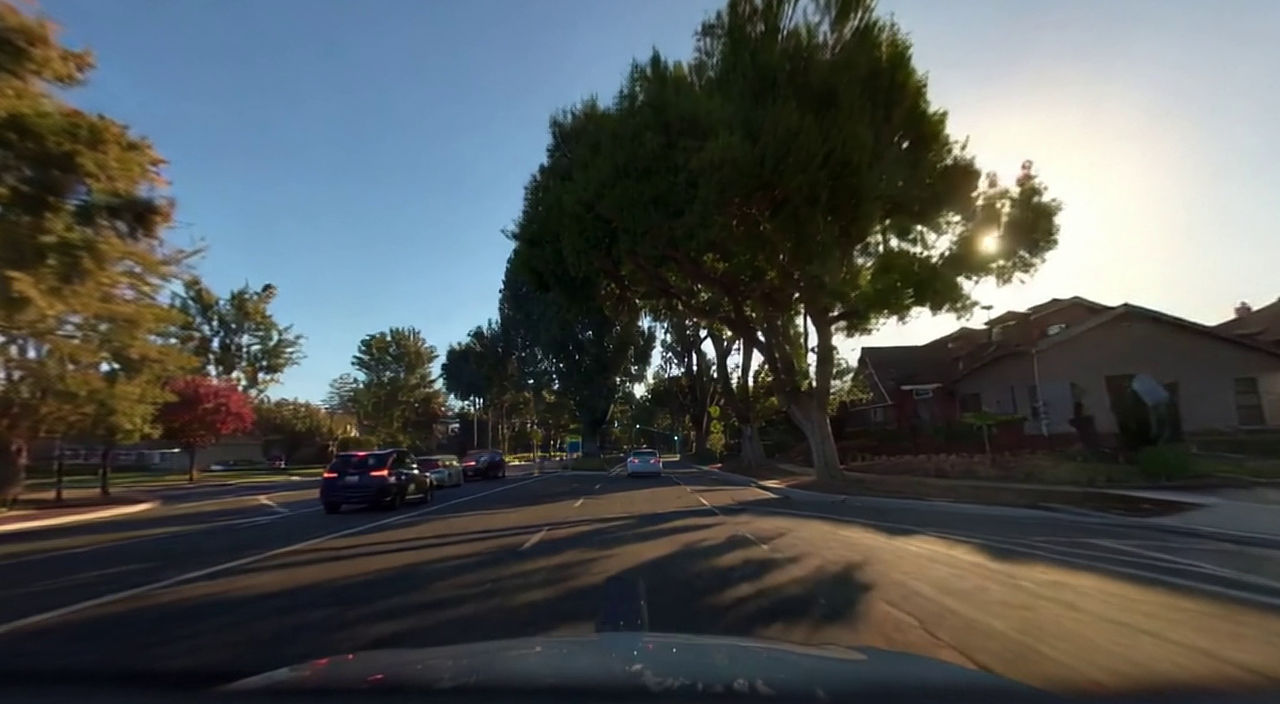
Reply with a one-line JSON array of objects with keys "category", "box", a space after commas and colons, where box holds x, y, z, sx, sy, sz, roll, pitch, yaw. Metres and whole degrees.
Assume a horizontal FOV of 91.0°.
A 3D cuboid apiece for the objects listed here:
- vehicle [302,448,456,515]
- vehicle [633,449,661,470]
[{"category": "vehicle", "box": [-6.516, 3.252, 16.358, 2.014, 1.472, 4.357, 0, -9, 2]}, {"category": "vehicle", "box": [0.528, 8.266, 48.570, 2.106, 1.517, 4.375, 0, -9, 0]}]
